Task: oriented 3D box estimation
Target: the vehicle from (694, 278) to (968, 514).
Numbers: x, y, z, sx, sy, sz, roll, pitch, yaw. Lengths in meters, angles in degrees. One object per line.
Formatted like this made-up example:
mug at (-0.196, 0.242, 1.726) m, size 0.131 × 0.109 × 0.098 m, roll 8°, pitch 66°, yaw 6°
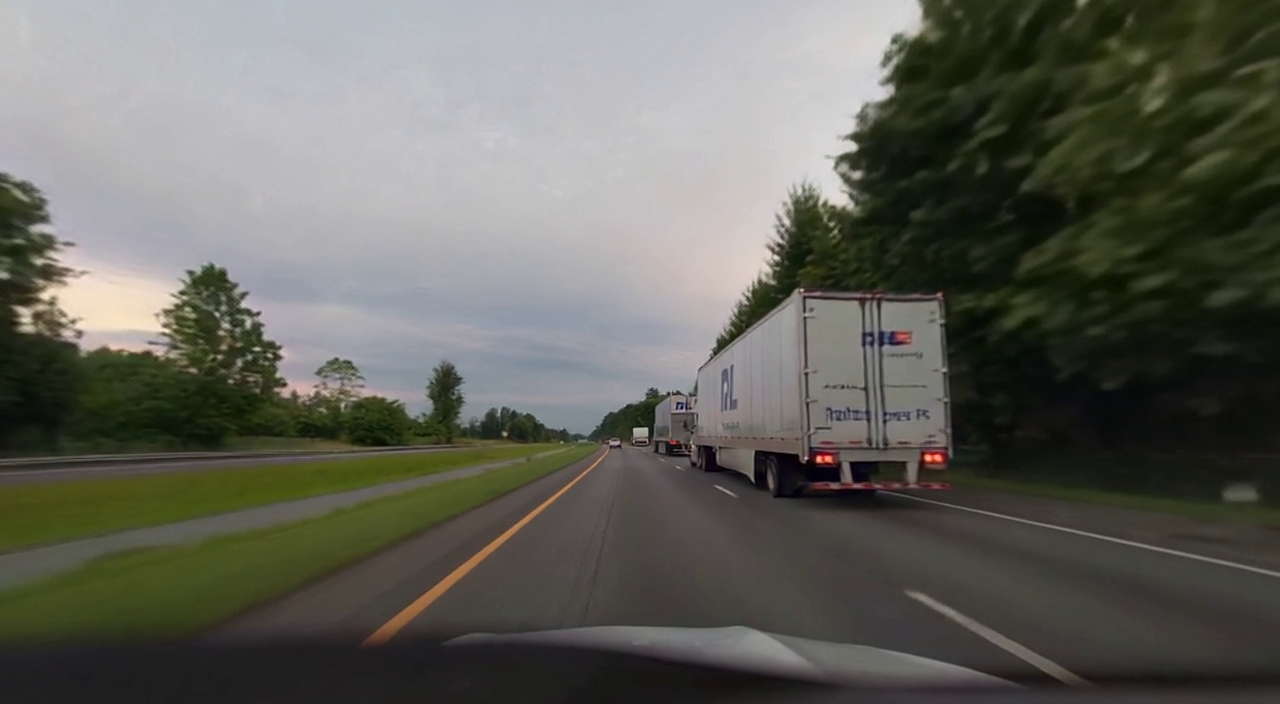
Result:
vehicle at (3.853, 1.722, 18.056) m, size 2.863 × 4.031 × 14.678 m, roll 0°, pitch -8°, yaw -2°

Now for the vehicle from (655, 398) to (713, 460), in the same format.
vehicle at (3.100, 6.184, 48.971) m, size 2.871 × 4.072 × 14.183 m, roll 1°, pitch -8°, yaw -3°
